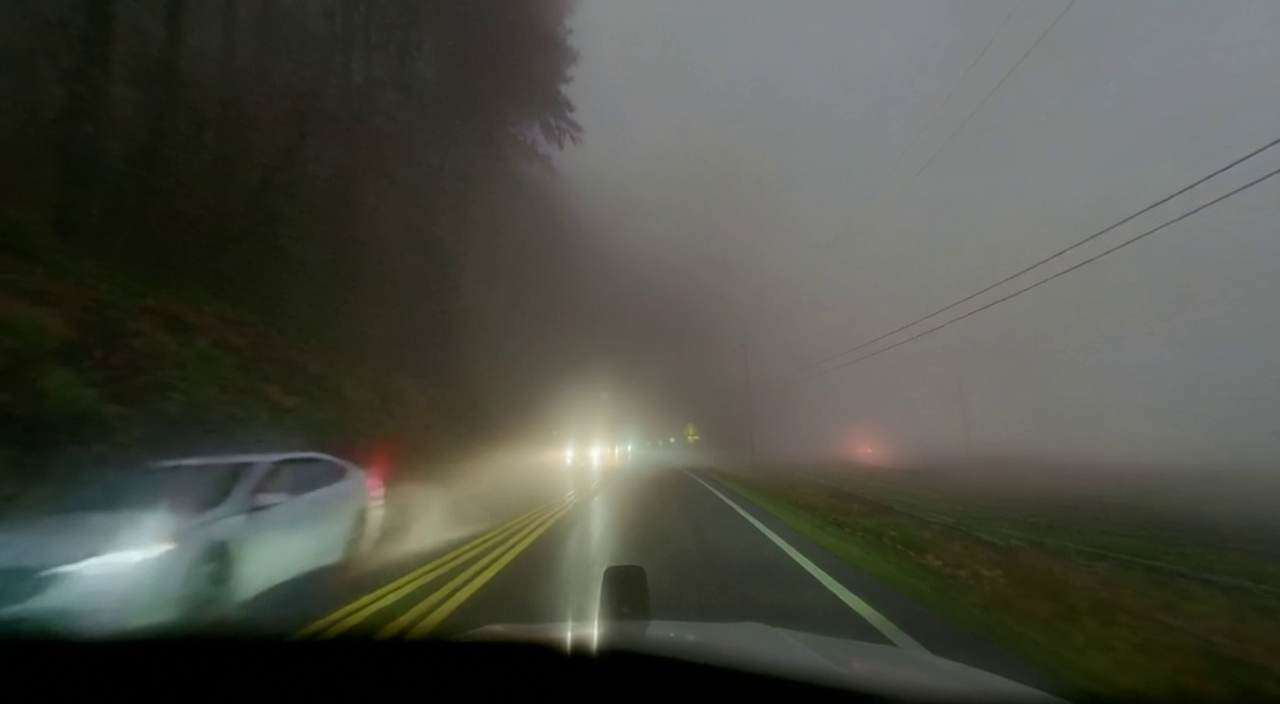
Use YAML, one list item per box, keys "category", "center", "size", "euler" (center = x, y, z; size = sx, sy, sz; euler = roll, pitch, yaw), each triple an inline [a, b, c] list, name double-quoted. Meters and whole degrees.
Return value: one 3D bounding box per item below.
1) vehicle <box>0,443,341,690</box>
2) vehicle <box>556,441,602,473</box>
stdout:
- category: "vehicle"
  center: [-4.624, 1.588, 5.757]
  size: [1.816, 1.473, 3.689]
  euler: [-1, -9, 3]
- category: "vehicle"
  center: [-3.446, 6.068, 36.717]
  size: [2.007, 1.726, 5.097]
  euler: [0, -9, 2]
